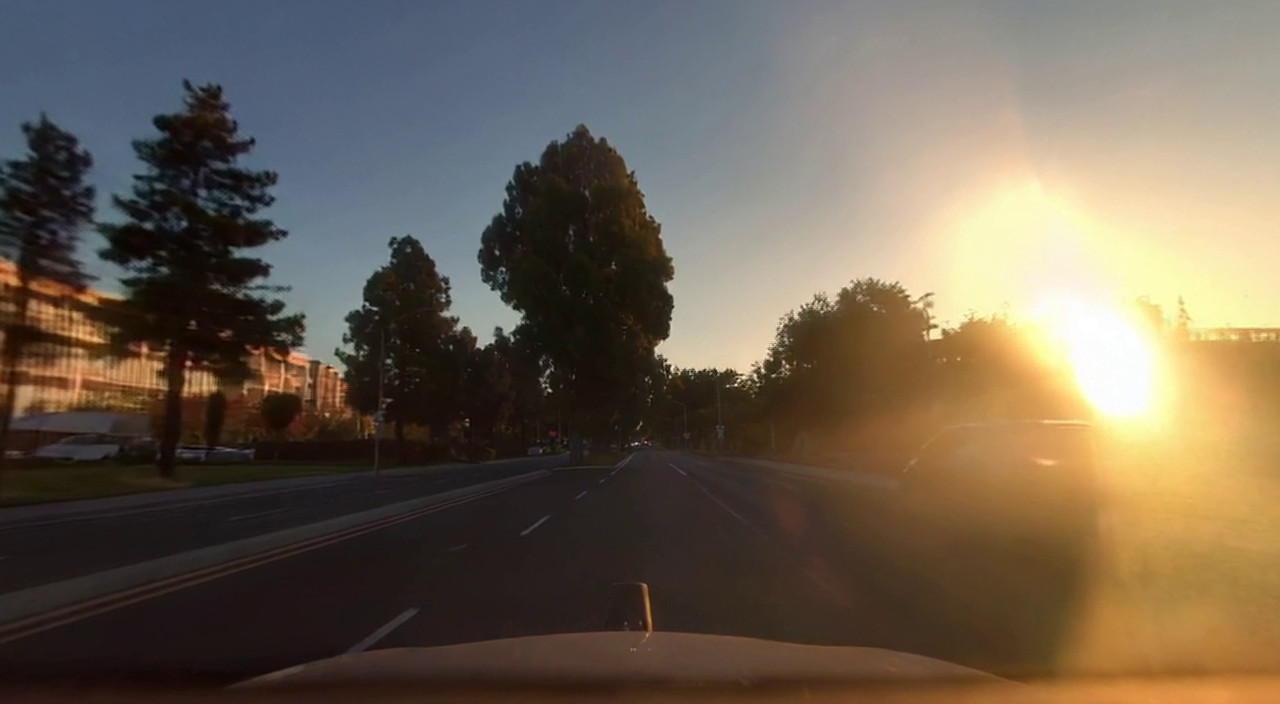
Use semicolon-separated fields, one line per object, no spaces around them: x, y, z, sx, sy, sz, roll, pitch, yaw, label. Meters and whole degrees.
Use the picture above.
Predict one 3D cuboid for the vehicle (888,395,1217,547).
6.956;2.100;11.729;2.365;2.138;5.499;0;-8;0;vehicle
